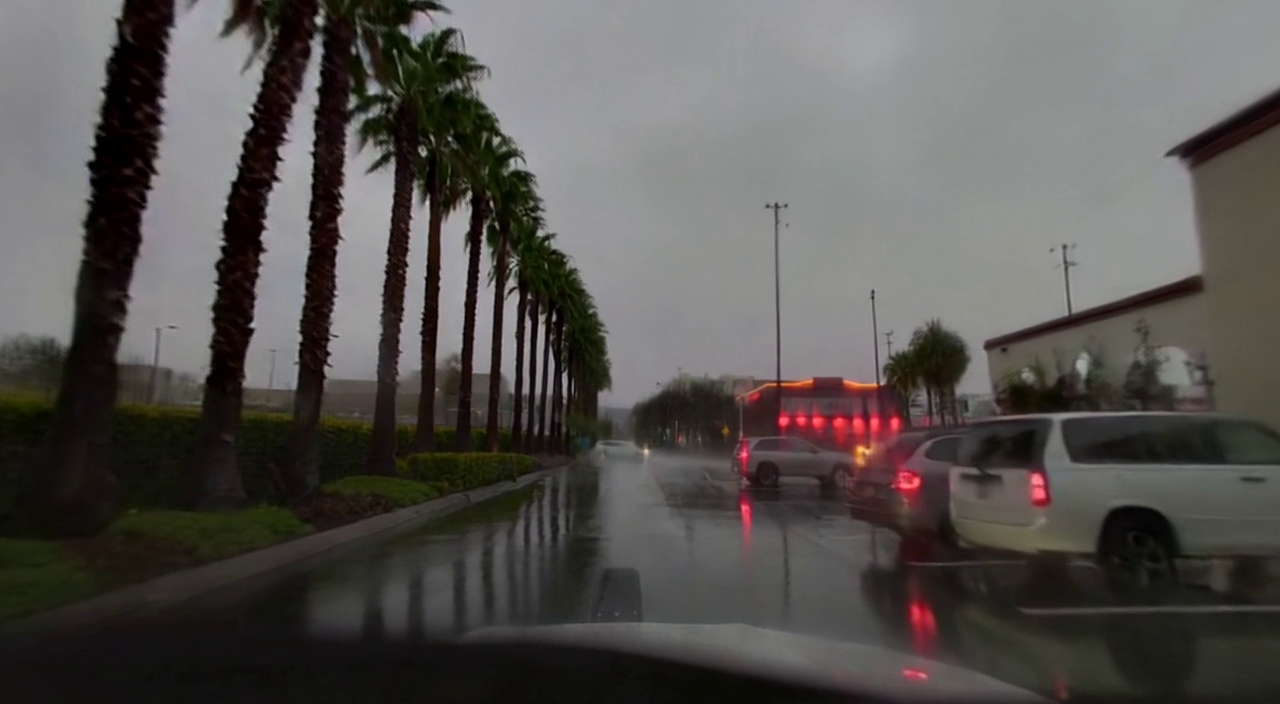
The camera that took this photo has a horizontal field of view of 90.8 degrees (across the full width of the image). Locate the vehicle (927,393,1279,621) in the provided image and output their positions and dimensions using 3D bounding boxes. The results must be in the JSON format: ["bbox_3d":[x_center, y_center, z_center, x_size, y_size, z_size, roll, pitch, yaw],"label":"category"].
[{"bbox_3d":[5.675,1.394,6.194,4.743,1.800,1.952,0,-9,-3],"label":"vehicle"}]

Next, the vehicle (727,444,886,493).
[{"bbox_3d":[5.532,3.891,21.364,4.742,1.506,1.919,0,-8,-5],"label":"vehicle"}]
